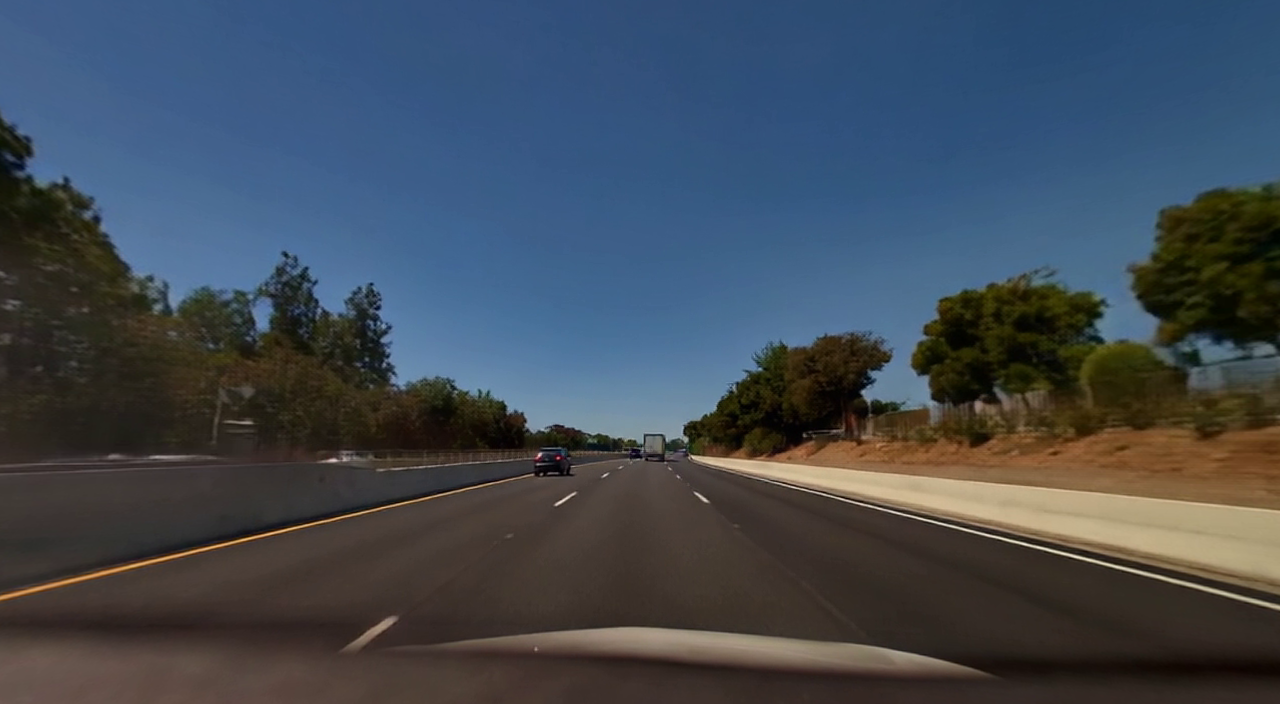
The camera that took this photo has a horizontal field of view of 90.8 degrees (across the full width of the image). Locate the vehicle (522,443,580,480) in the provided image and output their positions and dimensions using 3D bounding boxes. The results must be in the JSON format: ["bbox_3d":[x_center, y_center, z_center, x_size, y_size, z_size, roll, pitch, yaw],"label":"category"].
[{"bbox_3d":[-4.123,5.136,29.818,2.035,1.595,4.022,0,-9,1],"label":"vehicle"}]
